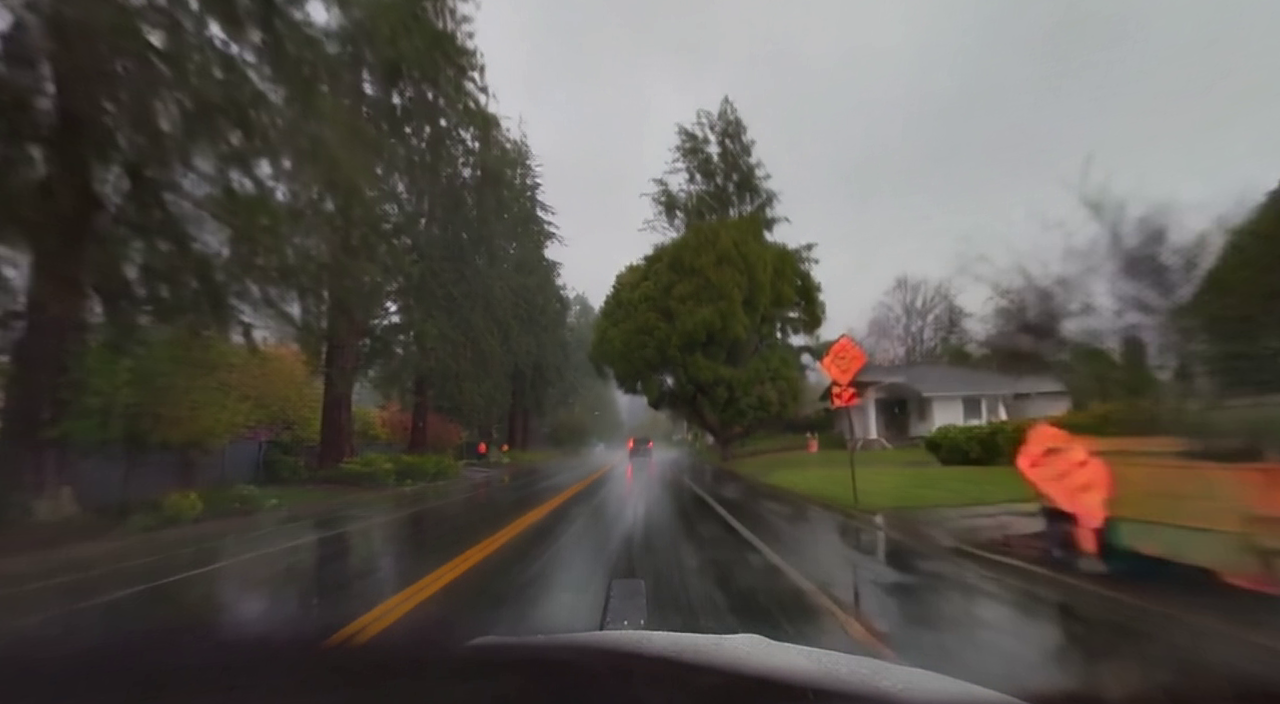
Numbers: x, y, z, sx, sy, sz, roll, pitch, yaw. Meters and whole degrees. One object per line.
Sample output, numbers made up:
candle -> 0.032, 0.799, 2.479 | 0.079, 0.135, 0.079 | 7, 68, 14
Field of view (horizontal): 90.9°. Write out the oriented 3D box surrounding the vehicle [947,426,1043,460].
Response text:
vehicle -> 16.933, 4.351, 30.202 | 3.462, 1.576, 1.863 | 1, -8, -4
